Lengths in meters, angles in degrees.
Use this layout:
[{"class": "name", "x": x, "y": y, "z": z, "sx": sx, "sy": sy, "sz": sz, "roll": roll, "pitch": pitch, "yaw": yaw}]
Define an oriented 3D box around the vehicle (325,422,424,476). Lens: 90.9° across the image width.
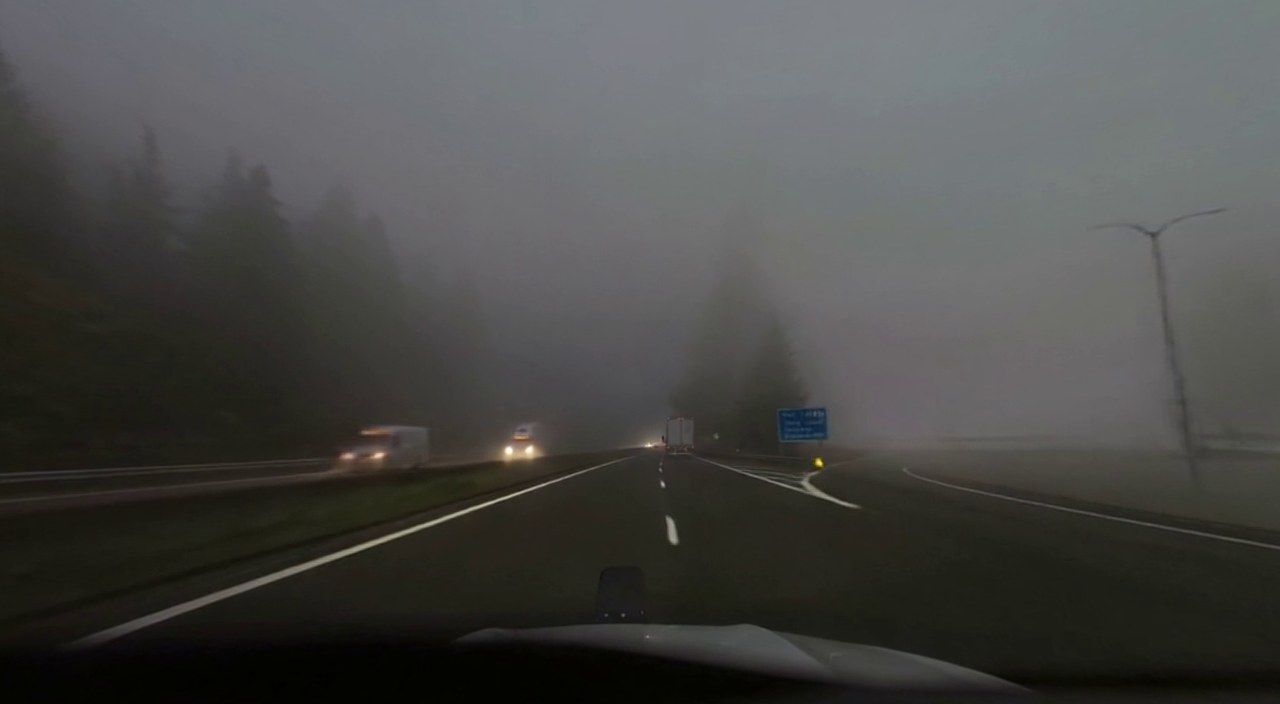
[{"class": "vehicle", "x": -13.424, "y": 4.998, "z": 32.426, "sx": 2.317, "sy": 2.481, "sz": 5.878, "roll": -1, "pitch": -9, "yaw": 3}]
